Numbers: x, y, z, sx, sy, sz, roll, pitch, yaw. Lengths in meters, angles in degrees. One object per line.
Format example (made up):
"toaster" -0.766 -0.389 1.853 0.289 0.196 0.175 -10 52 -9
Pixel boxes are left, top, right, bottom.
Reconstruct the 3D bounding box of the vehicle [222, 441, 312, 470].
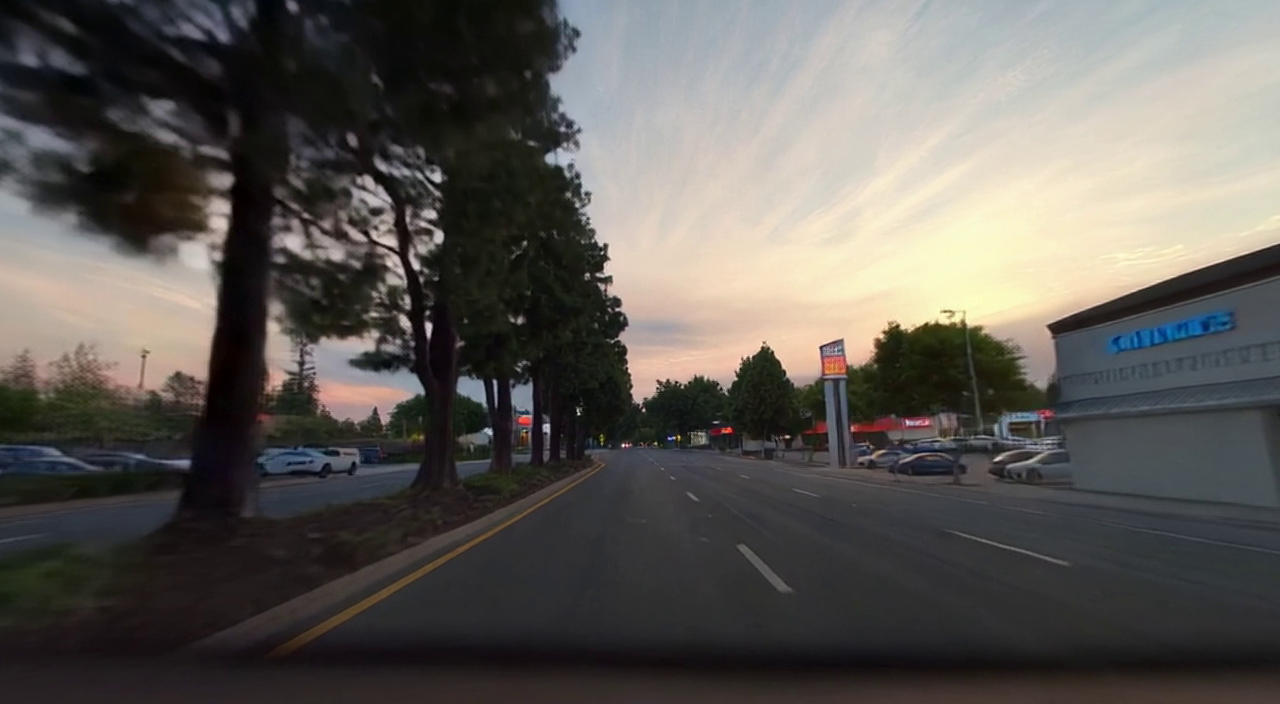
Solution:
"vehicle" -26.186 7.302 44.699 2.356 1.853 6.402 0 -9 1

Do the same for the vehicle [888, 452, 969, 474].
"vehicle" 20.156 7.781 44.271 4.764 1.455 1.832 -1 -9 3

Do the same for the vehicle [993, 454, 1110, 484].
"vehicle" 20.807 5.932 32.095 4.500 1.456 1.962 -1 -9 2

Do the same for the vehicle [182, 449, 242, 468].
"vehicle" -33.237 8.264 49.212 1.915 1.442 4.027 0 -9 -2

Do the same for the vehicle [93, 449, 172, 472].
"vehicle" -34.775 7.402 43.431 1.830 1.458 4.625 -1 -9 -4
